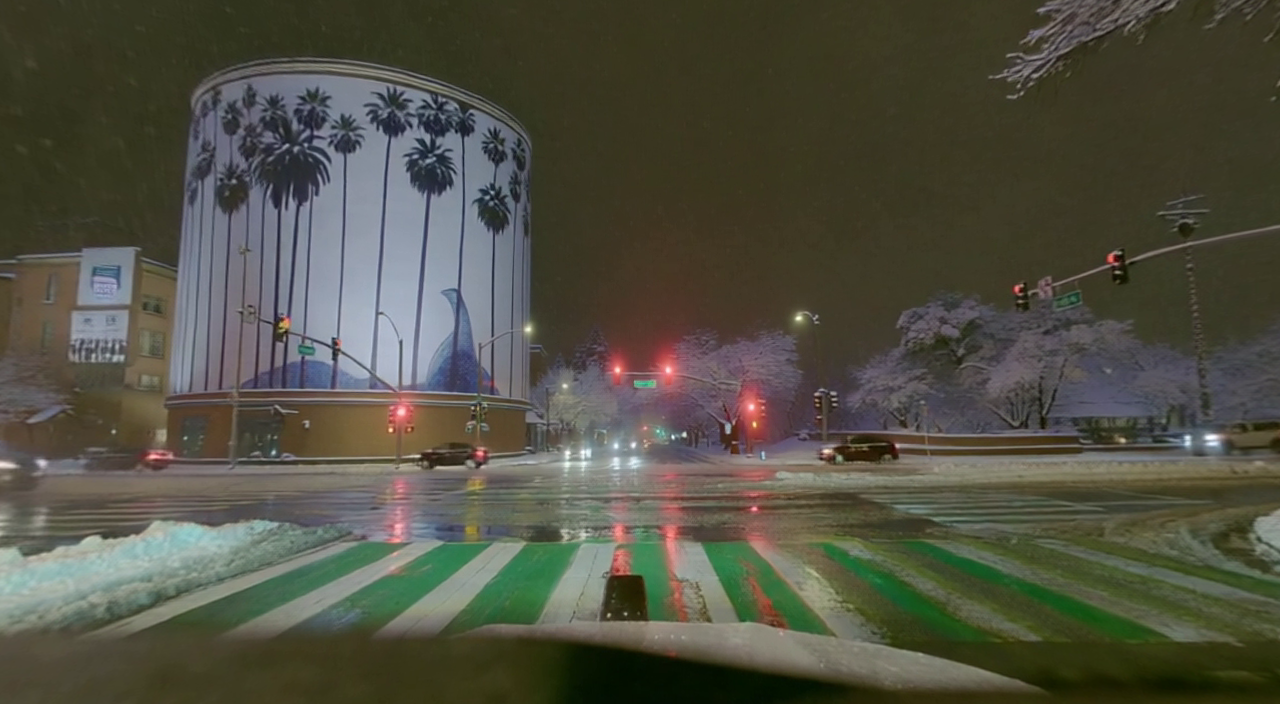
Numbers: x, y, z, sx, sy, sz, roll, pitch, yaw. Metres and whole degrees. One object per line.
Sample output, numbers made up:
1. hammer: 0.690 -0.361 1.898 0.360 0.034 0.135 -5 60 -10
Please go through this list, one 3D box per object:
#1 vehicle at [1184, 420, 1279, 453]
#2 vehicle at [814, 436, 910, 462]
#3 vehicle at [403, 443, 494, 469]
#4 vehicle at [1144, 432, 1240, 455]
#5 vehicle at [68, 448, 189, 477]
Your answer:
1. vehicle: 35.516 4.940 36.758 5.477 1.880 2.125 0 -8 1
2. vehicle: 12.890 5.656 36.716 4.893 1.458 1.791 0 -8 0
3. vehicle: -11.264 6.141 37.299 4.784 1.465 1.798 0 -8 1
4. vehicle: 36.066 6.023 41.243 4.606 1.449 1.687 0 -8 1
5. vehicle: -27.159 5.855 33.578 4.875 1.461 1.777 0 -8 1
